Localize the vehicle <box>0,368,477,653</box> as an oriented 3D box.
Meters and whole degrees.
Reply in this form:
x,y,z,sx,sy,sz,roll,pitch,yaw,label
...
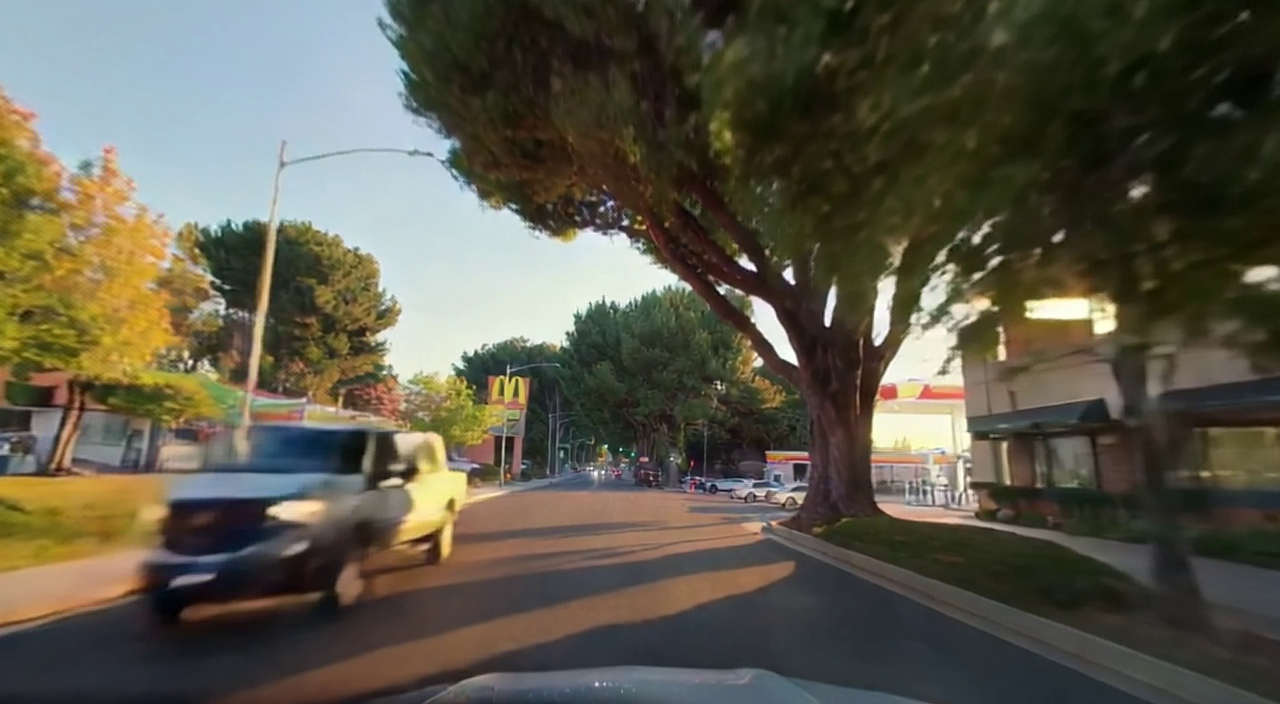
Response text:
x,y,z,sx,sy,sz,roll,pitch,yaw,label
-3.440,1.504,6.784,2.165,1.889,4.825,2,-10,-2,vehicle

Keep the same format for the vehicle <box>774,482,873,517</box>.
x,y,z,sx,sy,sz,roll,pitch,yaw,label
9.022,7.285,31.225,4.316,1.462,1.921,2,-10,-4,vehicle
